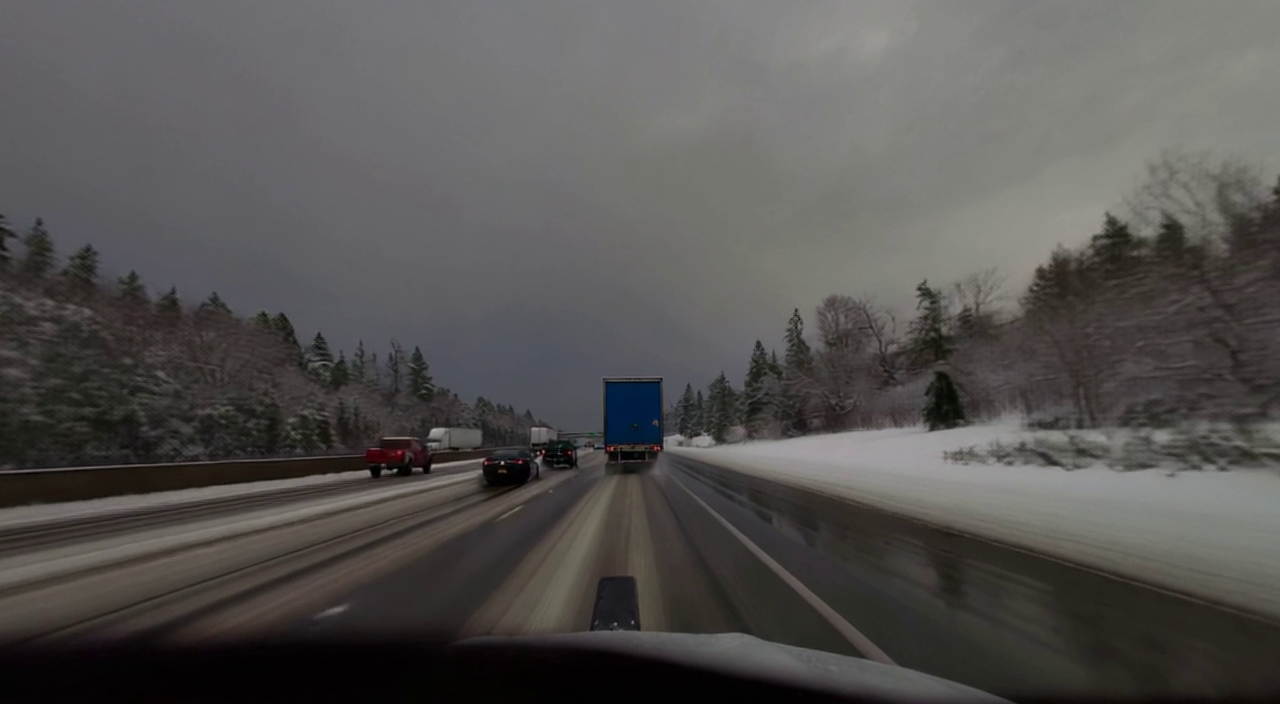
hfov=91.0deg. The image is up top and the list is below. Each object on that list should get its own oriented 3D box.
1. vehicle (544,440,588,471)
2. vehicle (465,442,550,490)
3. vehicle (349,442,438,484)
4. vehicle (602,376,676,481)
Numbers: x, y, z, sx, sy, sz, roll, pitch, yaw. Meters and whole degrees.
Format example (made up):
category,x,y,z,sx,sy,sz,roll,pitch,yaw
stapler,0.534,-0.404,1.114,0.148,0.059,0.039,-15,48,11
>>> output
category,x,y,z,sx,sy,sz,roll,pitch,yaw
vehicle,-4.368,6.182,37.830,2.158,1.680,4.087,0,-8,0
vehicle,-4.686,4.077,22.900,2.164,1.582,3.979,0,-8,0
vehicle,-10.058,4.521,26.056,1.952,1.590,4.090,-1,-8,1
vehicle,-0.265,3.782,30.270,2.913,4.113,10.724,0,-8,-2
